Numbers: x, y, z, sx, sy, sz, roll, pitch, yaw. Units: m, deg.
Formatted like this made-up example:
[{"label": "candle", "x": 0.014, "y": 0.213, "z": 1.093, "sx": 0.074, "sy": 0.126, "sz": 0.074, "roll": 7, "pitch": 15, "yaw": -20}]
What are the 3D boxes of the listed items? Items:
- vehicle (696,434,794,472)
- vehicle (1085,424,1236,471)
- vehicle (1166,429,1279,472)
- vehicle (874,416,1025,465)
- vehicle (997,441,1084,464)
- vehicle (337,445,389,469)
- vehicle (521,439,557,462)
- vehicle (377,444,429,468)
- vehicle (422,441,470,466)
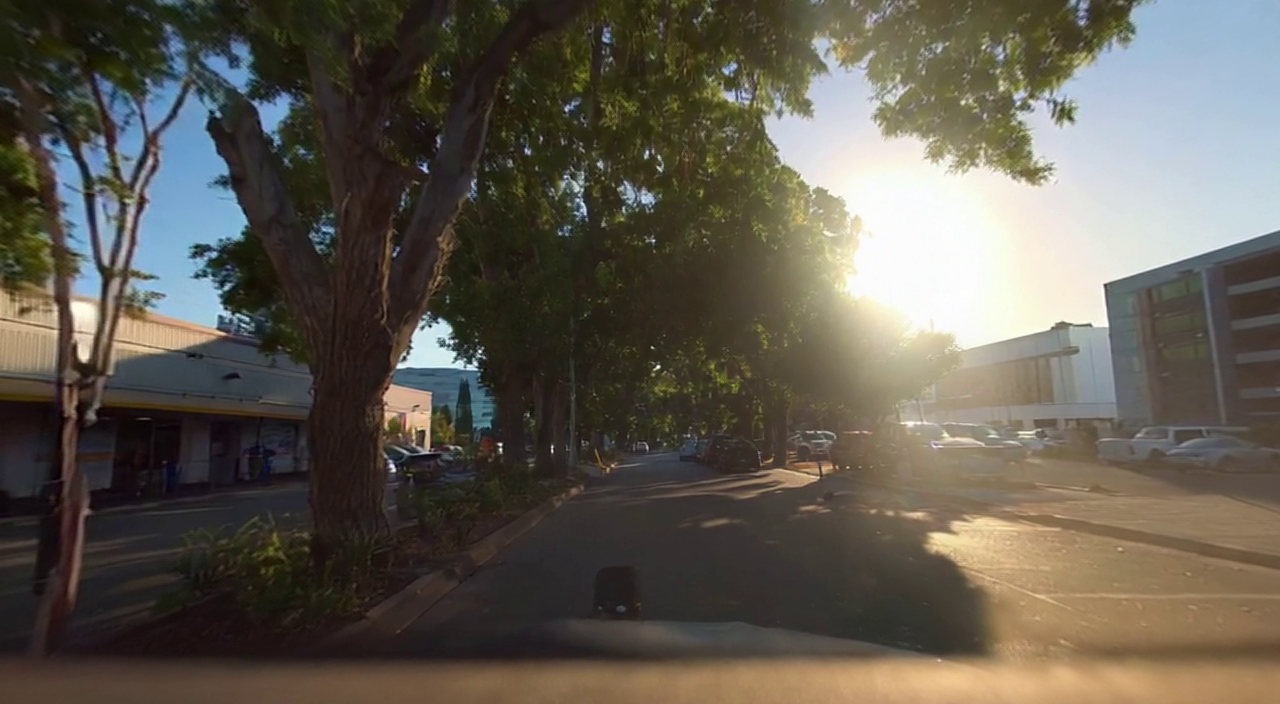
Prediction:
[{"label": "vehicle", "x": 5.226, "y": 4.978, "z": 31.307, "sx": 4.626, "sy": 1.723, "sz": 1.939, "roll": 5, "pitch": -10, "yaw": -33}, {"label": "vehicle", "x": 25.816, "y": 4.746, "z": 31.484, "sx": 5.596, "sy": 2.168, "sz": 2.307, "roll": 2, "pitch": -8, "yaw": -4}, {"label": "vehicle", "x": 26.624, "y": 4.374, "z": 28.079, "sx": 4.591, "sy": 1.808, "sz": 2.016, "roll": 0, "pitch": -9, "yaw": 0}, {"label": "vehicle", "x": 13.795, "y": 3.972, "z": 28.405, "sx": 5.540, "sy": 2.045, "sz": 2.259, "roll": 0, "pitch": -8, "yaw": -2}, {"label": "vehicle", "x": 26.589, "y": 6.676, "z": 42.039, "sx": 4.558, "sy": 1.452, "sz": 1.790, "roll": 0, "pitch": -8, "yaw": -1}, {"label": "vehicle", "x": -19.914, "y": 7.540, "z": 45.651, "sx": 1.880, "sy": 1.617, "sz": 3.870, "roll": 0, "pitch": -8, "yaw": 2}, {"label": "vehicle", "x": -7.540, "y": 7.402, "z": 47.592, "sx": 1.993, "sy": 1.640, "sz": 4.457, "roll": 0, "pitch": -8, "yaw": -1}, {"label": "vehicle", "x": -16.897, "y": 7.434, "z": 45.289, "sx": 1.850, "sy": 1.531, "sz": 4.256, "roll": 0, "pitch": -8, "yaw": 4}, {"label": "vehicle", "x": -14.037, "y": 7.372, "z": 45.965, "sx": 1.888, "sy": 1.657, "sz": 4.138, "roll": 0, "pitch": -8, "yaw": 5}]
